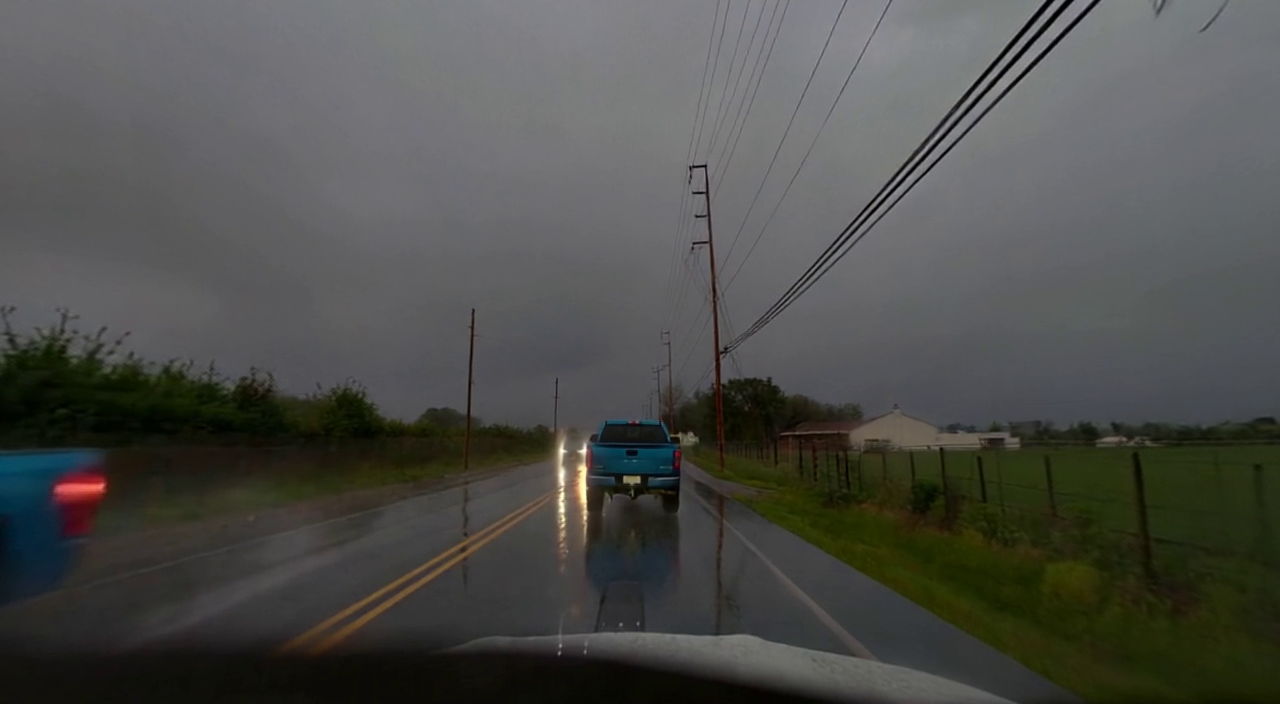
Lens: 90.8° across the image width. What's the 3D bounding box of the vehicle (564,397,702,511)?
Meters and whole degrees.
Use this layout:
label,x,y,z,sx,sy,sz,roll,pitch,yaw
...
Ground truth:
label,x,y,z,sx,sy,sz,roll,pitch,yaw
vehicle,-0.196,2.431,15.425,2.693,2.223,5.885,0,-9,-1
